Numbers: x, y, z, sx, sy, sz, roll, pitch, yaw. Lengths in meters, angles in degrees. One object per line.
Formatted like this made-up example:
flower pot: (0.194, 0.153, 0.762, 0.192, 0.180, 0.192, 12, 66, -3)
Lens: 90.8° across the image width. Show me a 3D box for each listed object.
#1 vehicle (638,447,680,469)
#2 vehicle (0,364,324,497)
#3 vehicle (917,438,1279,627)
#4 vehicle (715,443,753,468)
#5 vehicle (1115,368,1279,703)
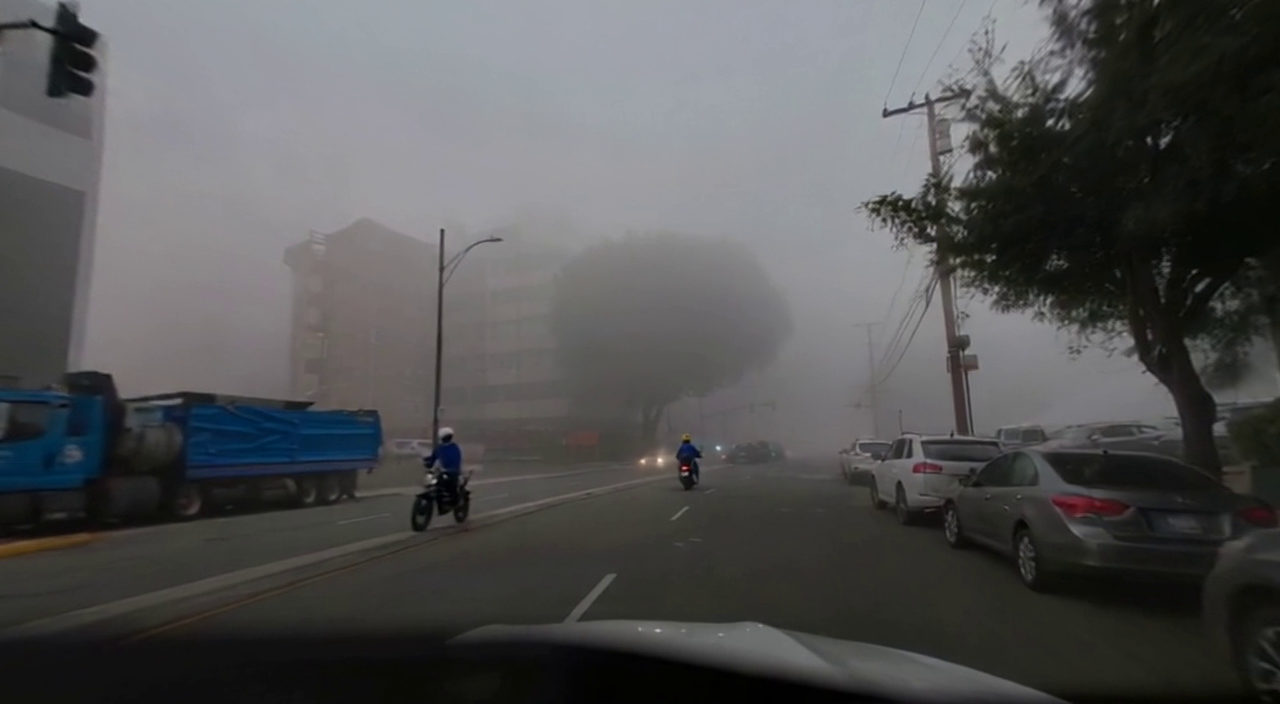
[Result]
vehicle: (1.511, 8.126, 48.557, 1.905, 1.536, 4.714, -3, -9, 18)
vehicle: (-17.715, 2.607, 20.269, 3.442, 3.445, 16.952, -2, -9, 13)
vehicle: (4.838, 1.761, 7.406, 1.826, 1.469, 4.608, -1, -8, 10)
vehicle: (6.442, 6.988, 43.019, 1.925, 1.602, 4.090, -2, -8, 18)
vehicle: (3.618, 0.738, 1.423, 2.077, 1.685, 4.493, -1, -8, 9)
